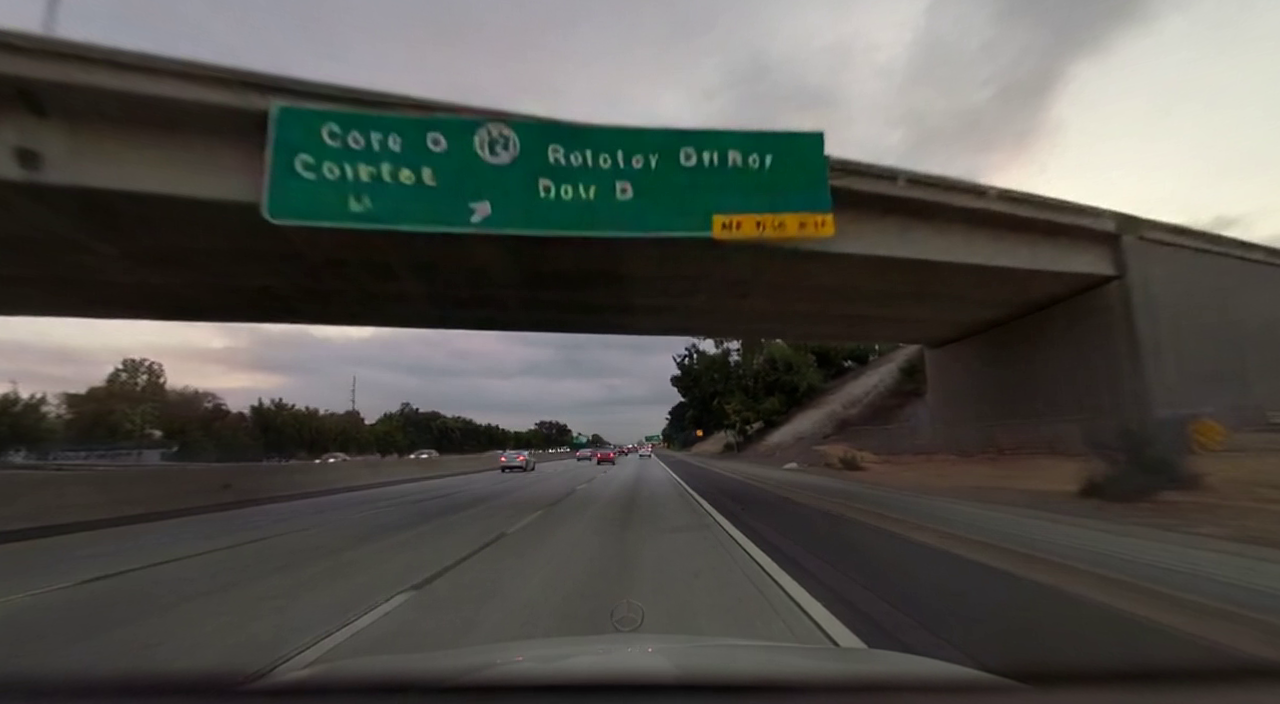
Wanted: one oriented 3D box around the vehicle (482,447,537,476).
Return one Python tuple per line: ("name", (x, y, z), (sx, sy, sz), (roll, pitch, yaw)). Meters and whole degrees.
("vehicle", (-7.243, 6.113, 35.391), (2.002, 1.507, 4.631), (0, -9, 1))
